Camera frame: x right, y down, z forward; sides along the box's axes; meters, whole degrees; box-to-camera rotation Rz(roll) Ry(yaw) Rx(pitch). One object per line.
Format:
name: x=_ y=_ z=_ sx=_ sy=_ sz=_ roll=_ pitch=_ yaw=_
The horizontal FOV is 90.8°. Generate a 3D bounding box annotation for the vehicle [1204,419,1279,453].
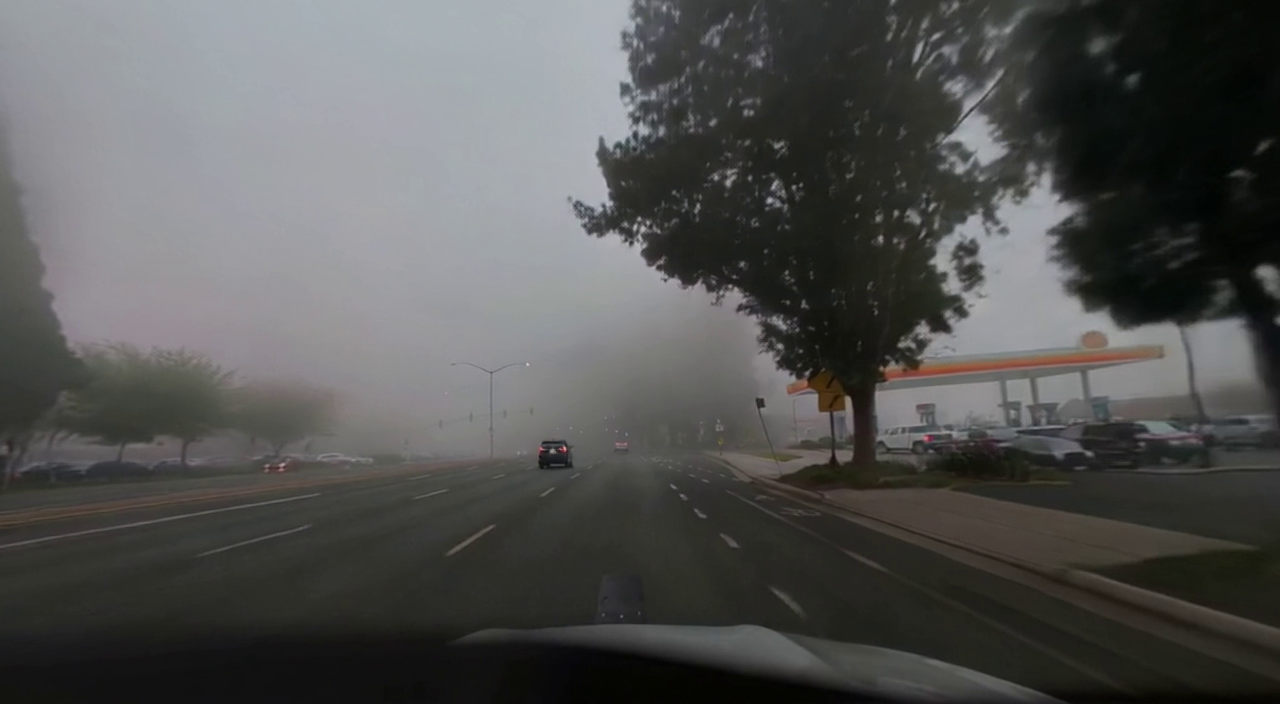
vehicle: x=27.076 y=3.583 z=26.871 sx=4.127 sy=1.399 sz=1.839 roll=-1 pitch=-8 yaw=7

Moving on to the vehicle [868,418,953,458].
vehicle: x=13.971 y=4.433 z=32.761 sx=1.876 sy=1.693 sz=3.562 roll=12 pitch=-10 yaw=-27

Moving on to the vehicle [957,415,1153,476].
vehicle: x=12.894 y=2.920 z=19.883 sx=4.612 sy=1.491 sz=2.061 roll=-4 pitch=-7 yaw=1

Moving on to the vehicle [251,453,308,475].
vehicle: x=-26.824 y=8.324 z=47.203 sx=1.802 sy=1.448 sz=4.408 roll=1 pitch=-8 yaw=-3

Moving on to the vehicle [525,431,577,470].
vehicle: x=-4.358 y=4.905 z=31.604 sx=1.985 sy=1.772 sz=4.479 roll=0 pitch=-8 yaw=-1
